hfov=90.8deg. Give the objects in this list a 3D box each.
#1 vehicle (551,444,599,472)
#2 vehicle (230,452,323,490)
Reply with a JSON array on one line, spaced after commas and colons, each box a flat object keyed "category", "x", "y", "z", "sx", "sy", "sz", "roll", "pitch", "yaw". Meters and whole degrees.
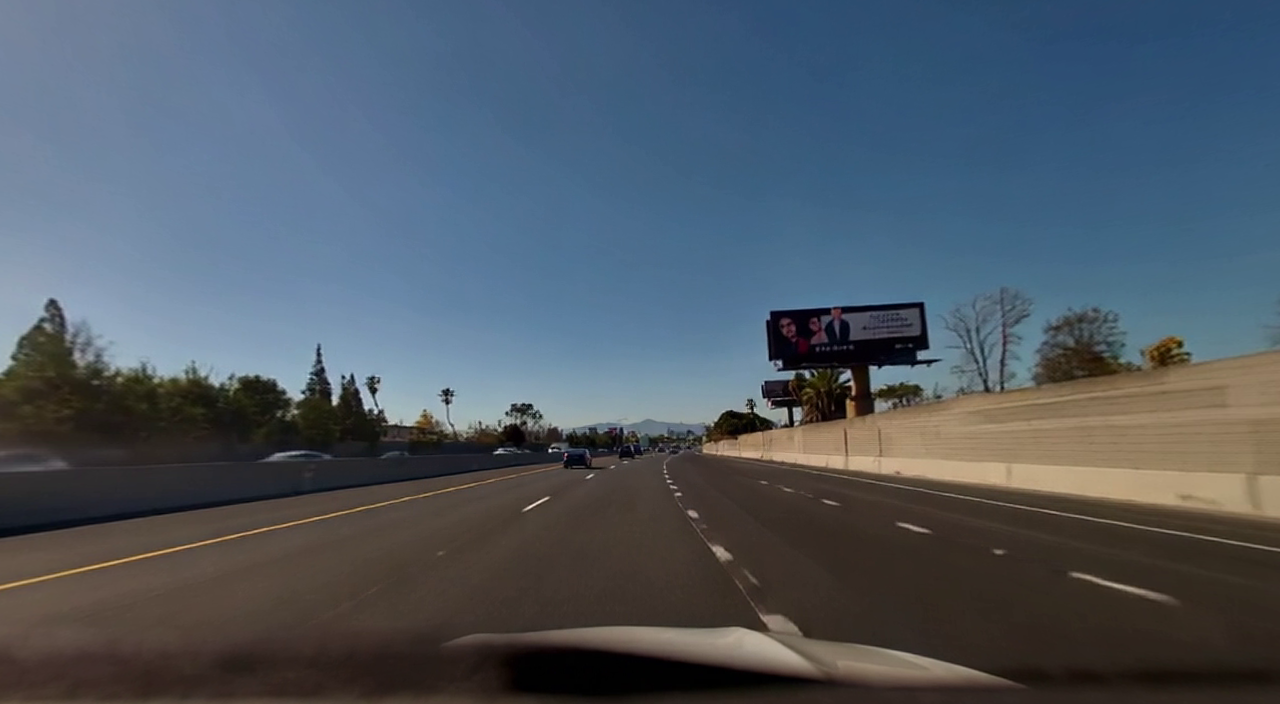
[{"category": "vehicle", "x": -3.694, "y": 6.094, "z": 36.568, "sx": 2.078, "sy": 1.457, "sz": 4.648, "roll": -1, "pitch": -8, "yaw": 3}, {"category": "vehicle", "x": -14.699, "y": 4.814, "z": 25.770, "sx": 1.603, "sy": 1.379, "sz": 3.469, "roll": 0, "pitch": -9, "yaw": 2}]
